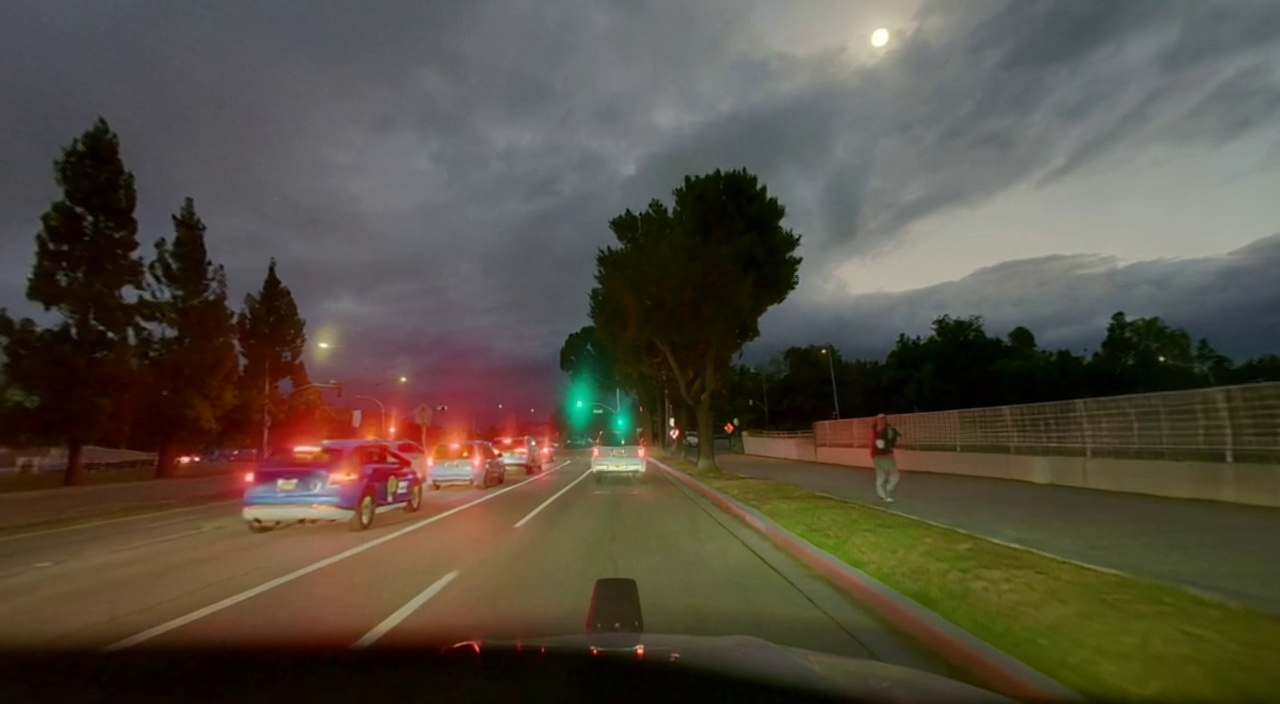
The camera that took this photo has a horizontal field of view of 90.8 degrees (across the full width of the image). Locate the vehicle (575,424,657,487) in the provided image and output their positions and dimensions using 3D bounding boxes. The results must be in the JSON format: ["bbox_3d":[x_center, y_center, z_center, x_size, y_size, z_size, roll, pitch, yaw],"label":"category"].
[{"bbox_3d":[-0.781,3.348,20.638,2.368,1.829,4.293,0,-9,-2],"label":"vehicle"}]

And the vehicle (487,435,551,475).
[{"bbox_3d":[-5.724,4.947,30.496,2.188,1.774,4.477,0,-9,0],"label":"vehicle"}]

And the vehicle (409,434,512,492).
[{"bbox_3d":[-5.632,3.541,20.517,2.010,1.674,4.484,0,-9,0],"label":"vehicle"}]

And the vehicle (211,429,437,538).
[{"bbox_3d":[-5.424,2.295,11.618,2.069,1.616,4.108,0,-9,-1],"label":"vehicle"}]
